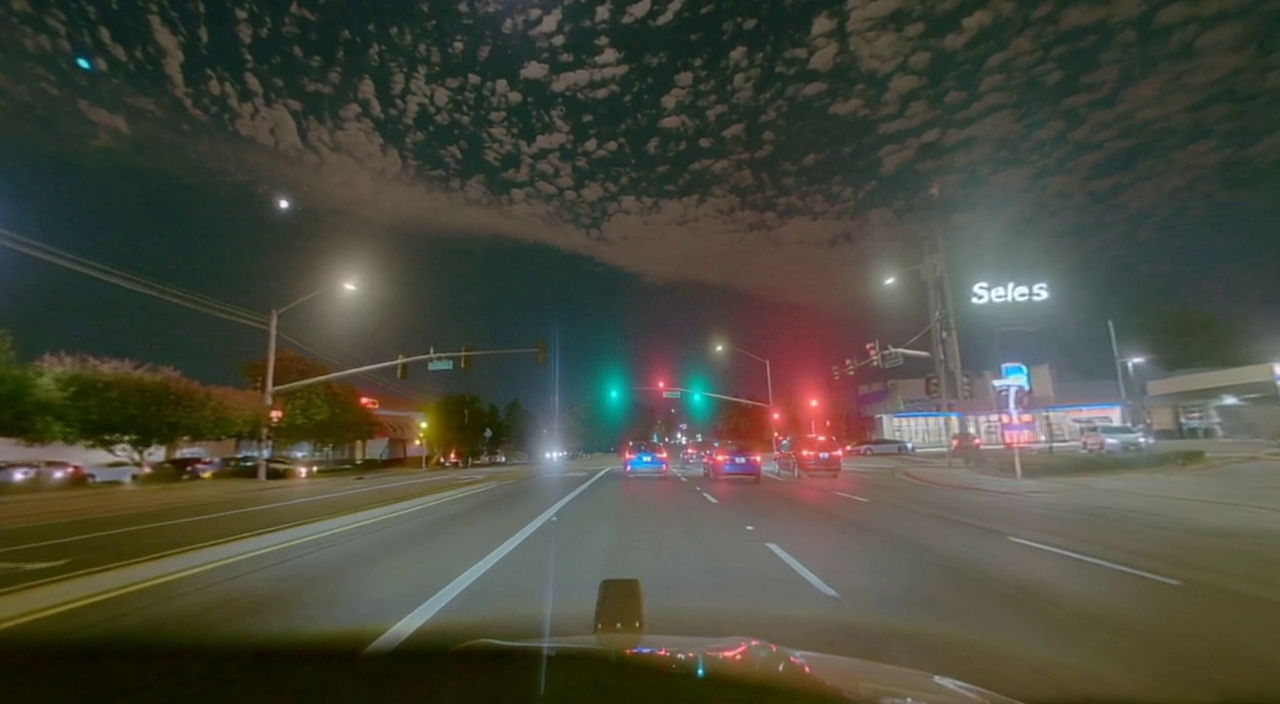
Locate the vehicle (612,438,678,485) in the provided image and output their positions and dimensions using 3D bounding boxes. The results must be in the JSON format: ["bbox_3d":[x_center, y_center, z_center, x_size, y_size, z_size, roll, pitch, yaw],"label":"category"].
[{"bbox_3d":[0.124,3.835,22.334,2.135,1.468,4.076,0,-9,-1],"label":"vehicle"}]

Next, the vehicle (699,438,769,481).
[{"bbox_3d":[3.538,4.146,24.577,1.889,1.473,4.643,0,-9,-1],"label":"vehicle"}]

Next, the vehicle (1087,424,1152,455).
[{"bbox_3d":[25.926,4.814,34.346,2.222,1.538,4.817,-5,-10,31],"label":"vehicle"}]

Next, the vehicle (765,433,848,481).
[{"bbox_3d":[6.447,4.123,24.971,2.009,1.700,4.275,0,-9,-1],"label":"vehicle"}]

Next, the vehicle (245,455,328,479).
[{"bbox_3d":[-26.223,8.533,47.011,4.780,1.669,2.232,0,-9,-2],"label":"vehicle"}]
